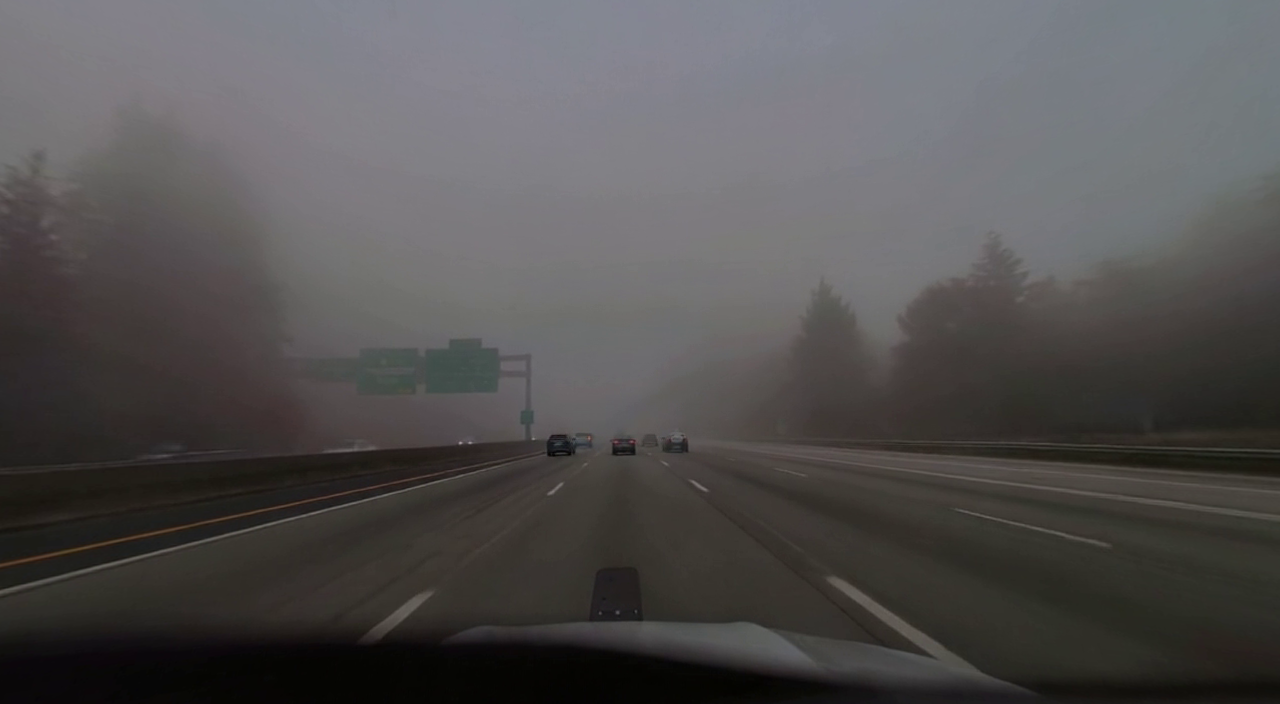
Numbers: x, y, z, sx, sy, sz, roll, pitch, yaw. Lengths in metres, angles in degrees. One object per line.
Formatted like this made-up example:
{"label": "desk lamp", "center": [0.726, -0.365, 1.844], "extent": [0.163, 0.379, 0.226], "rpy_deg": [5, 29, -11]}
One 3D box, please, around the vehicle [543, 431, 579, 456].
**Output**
{"label": "vehicle", "center": [-5.443, 6.345, 43.765], "extent": [2.119, 1.629, 3.946], "rpy_deg": [0, -8, -1]}

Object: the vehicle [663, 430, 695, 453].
{"label": "vehicle", "center": [3.012, 6.976, 49.239], "extent": [2.066, 1.673, 4.225], "rpy_deg": [0, -8, -2]}
